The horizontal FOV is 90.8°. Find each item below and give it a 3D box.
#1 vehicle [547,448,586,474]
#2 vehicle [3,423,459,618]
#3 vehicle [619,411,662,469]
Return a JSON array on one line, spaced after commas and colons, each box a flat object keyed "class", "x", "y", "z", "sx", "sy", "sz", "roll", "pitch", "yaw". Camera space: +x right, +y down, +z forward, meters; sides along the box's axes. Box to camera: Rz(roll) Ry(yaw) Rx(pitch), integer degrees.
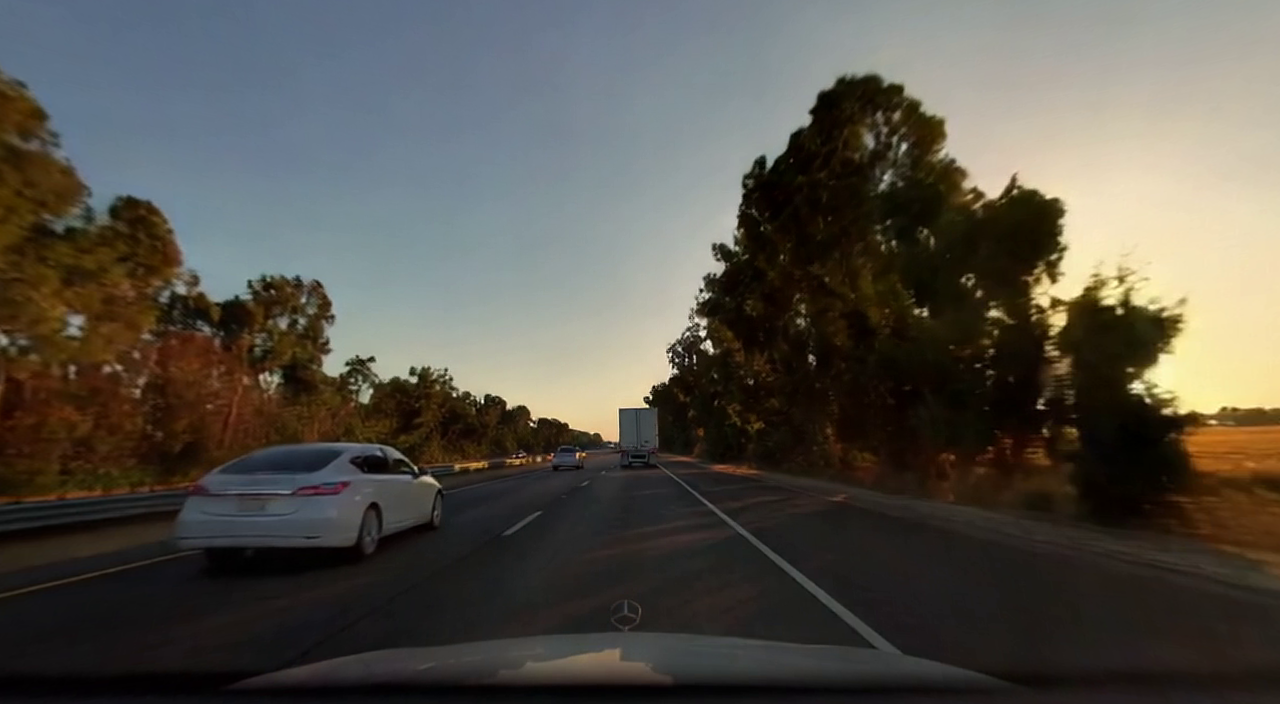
[{"class": "vehicle", "x": -4.413, "y": 6.619, "z": 38.536, "sx": 1.937, "sy": 1.493, "sz": 3.779, "roll": 0, "pitch": -9, "yaw": 0}, {"class": "vehicle", "x": -3.903, "y": 1.704, "z": 7.446, "sx": 2.031, "sy": 1.496, "sz": 4.971, "roll": 0, "pitch": -9, "yaw": 0}, {"class": "vehicle", "x": -0.018, "y": 7.034, "z": 49.727, "sx": 2.995, "sy": 4.028, "sz": 10.508, "roll": 0, "pitch": -9, "yaw": 0}]
